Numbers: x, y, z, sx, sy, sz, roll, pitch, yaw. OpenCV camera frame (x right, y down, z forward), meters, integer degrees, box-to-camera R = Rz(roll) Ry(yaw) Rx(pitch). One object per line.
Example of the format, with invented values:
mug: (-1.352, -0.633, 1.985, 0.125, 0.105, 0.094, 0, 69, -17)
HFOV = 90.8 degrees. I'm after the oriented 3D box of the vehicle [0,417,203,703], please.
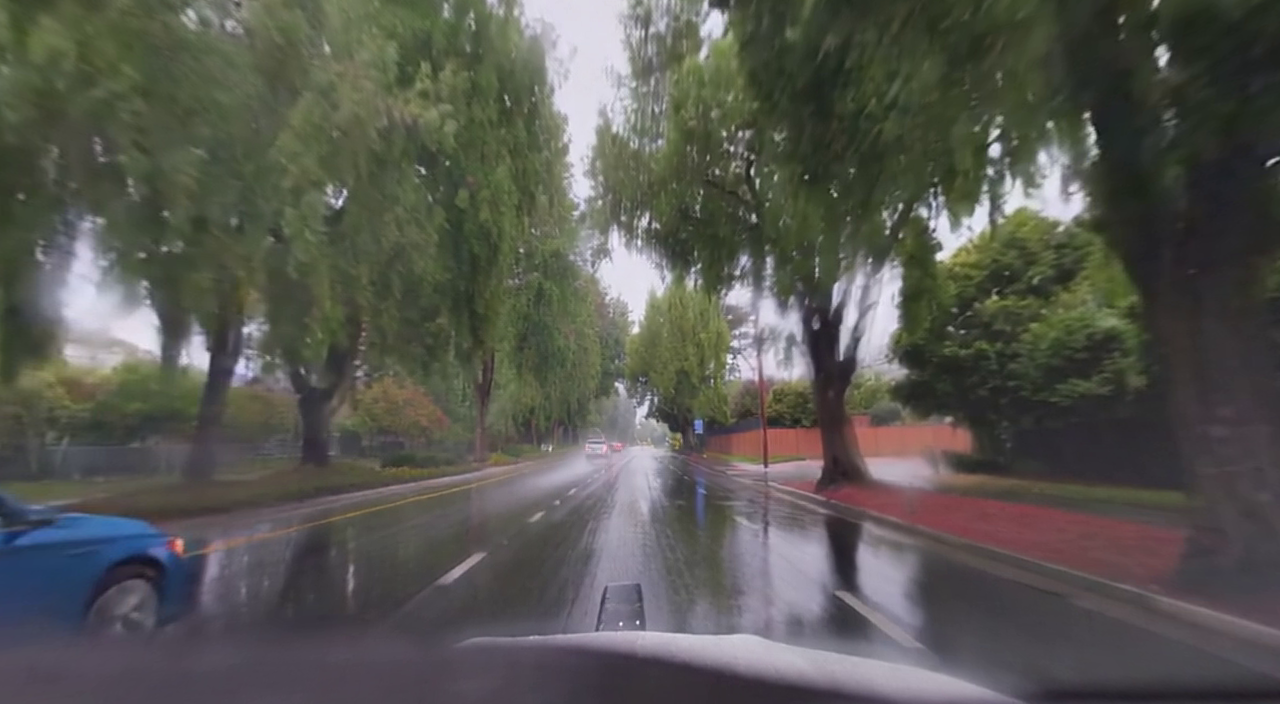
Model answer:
vehicle: (-3.875, 0.895, 2.007, 1.870, 1.431, 4.317, 0, -8, 0)
